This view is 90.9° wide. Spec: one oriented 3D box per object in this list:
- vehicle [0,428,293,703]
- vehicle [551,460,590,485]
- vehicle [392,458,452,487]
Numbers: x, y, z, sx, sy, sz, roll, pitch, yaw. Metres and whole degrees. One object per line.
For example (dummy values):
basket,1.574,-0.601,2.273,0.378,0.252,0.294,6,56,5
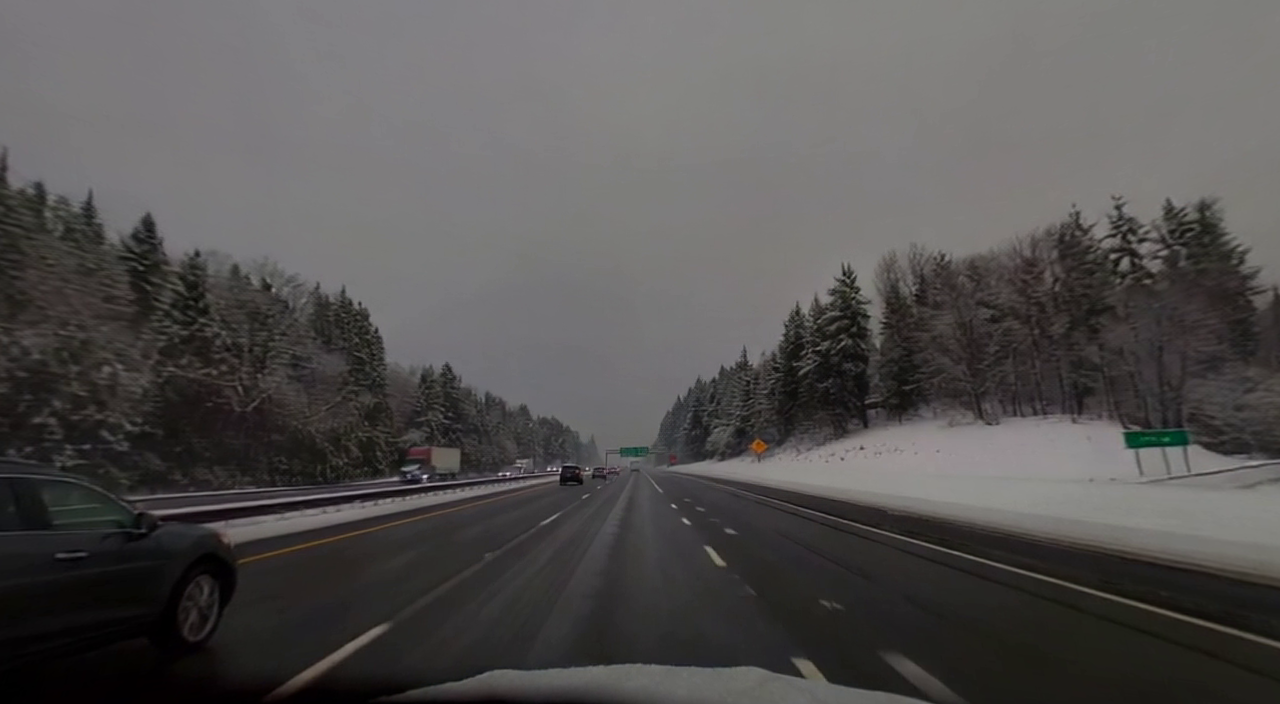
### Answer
vehicle,-3.904,1.065,2.929,1.998,1.427,4.462,1,-11,0
vehicle,-4.613,8.060,42.194,2.126,1.488,4.186,1,-11,0
vehicle,-12.569,6.979,36.553,1.913,1.519,4.201,1,-11,1
